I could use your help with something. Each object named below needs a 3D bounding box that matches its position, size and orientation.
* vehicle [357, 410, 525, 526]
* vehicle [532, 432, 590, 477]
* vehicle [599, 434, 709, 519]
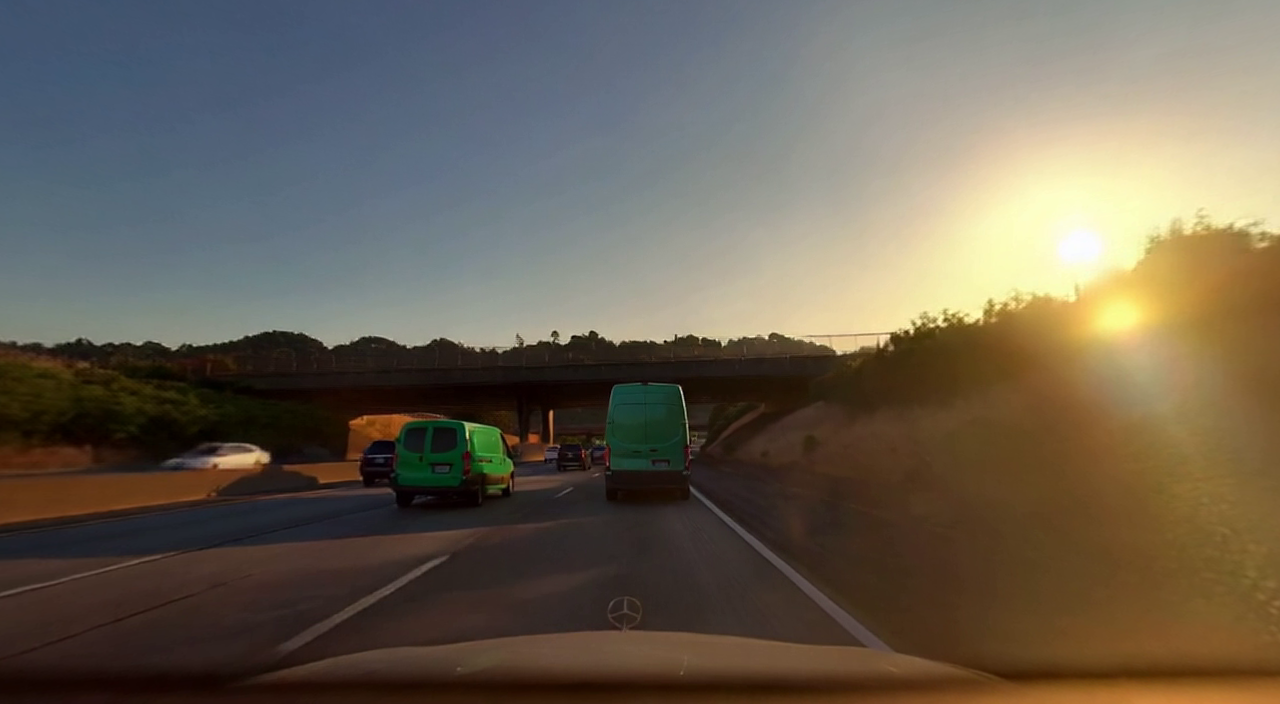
[{"bbox_3d":[-3.639,2.211,12.397,1.951,1.882,3.979,0,-9,0],"label":"vehicle"},{"bbox_3d":[-3.474,4.636,28.560,2.068,1.862,4.234,0,-9,0],"label":"vehicle"},{"bbox_3d":[0.239,2.522,13.147,1.991,1.507,3.391,0,-9,0],"label":"vehicle"}]
